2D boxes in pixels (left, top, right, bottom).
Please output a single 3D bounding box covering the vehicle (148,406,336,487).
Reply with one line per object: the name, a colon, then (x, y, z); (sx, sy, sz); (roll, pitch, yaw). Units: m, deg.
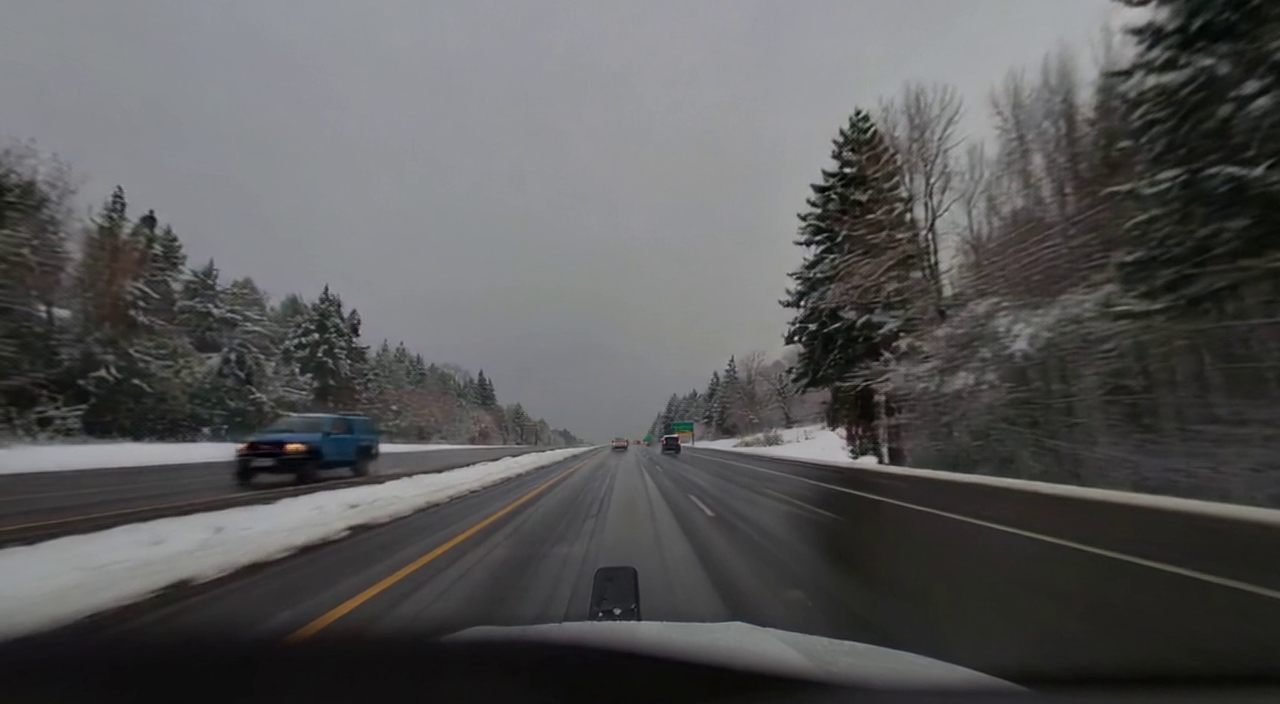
vehicle: (-9.535, 2.310, 15.621); (1.997, 1.729, 4.143); (0, -8, -1)
